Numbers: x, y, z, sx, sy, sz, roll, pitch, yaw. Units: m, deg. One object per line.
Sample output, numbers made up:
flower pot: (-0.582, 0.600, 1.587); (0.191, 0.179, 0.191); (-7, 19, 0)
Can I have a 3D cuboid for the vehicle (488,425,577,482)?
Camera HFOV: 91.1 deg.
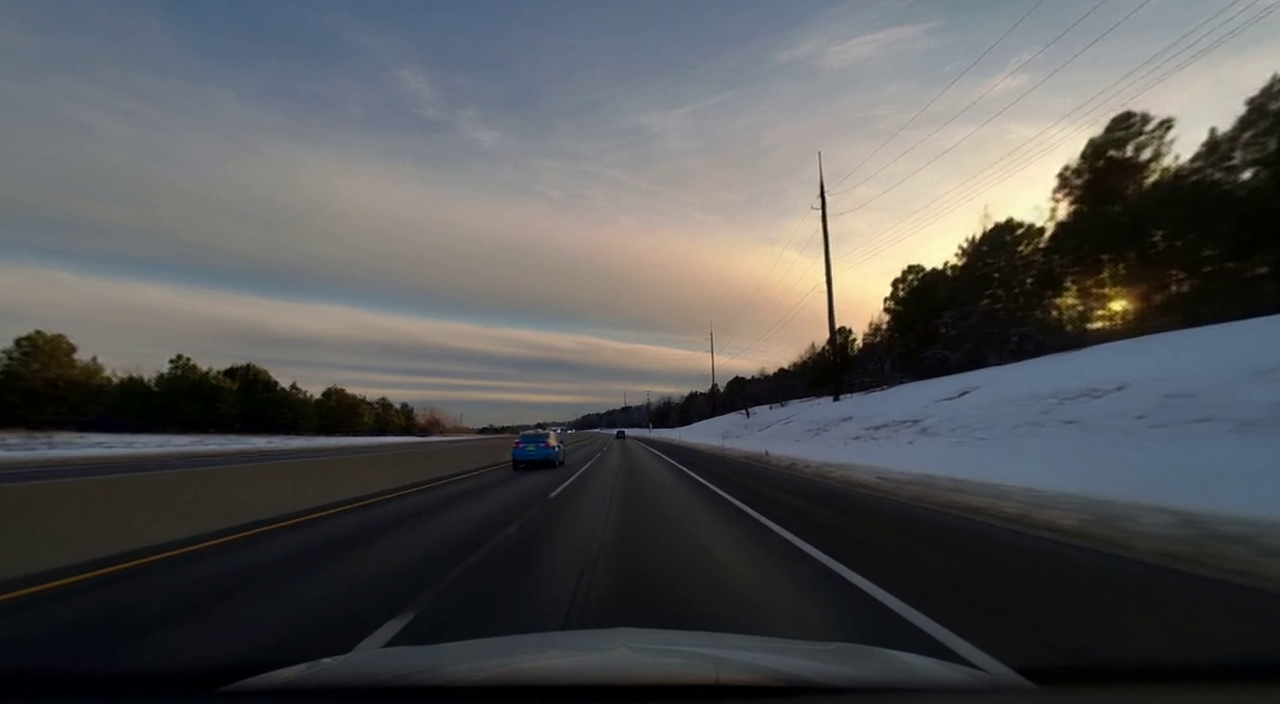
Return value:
vehicle: (-3.107, 3.024, 19.038); (1.999, 1.536, 3.969); (0, -8, 0)
